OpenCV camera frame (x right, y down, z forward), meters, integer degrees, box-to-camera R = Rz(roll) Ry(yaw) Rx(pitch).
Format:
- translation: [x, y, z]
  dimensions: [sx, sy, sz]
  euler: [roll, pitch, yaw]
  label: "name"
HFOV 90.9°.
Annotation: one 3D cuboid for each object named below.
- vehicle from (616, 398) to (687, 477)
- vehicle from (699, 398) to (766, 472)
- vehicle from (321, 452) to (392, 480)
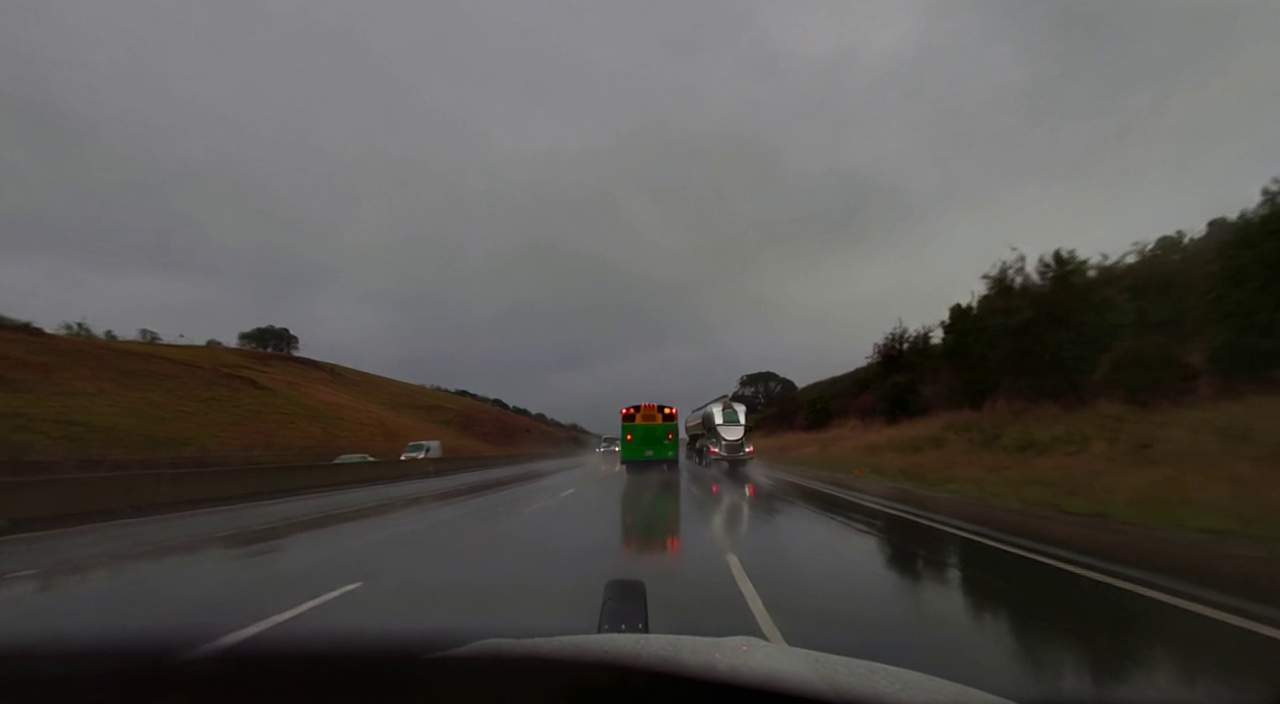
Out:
- translation: [0.710, 4.348, 31.635]
  dimensions: [2.948, 3.265, 10.569]
  euler: [0, -8, 3]
  label: "vehicle"
- translation: [5.012, 4.702, 35.489]
  dimensions: [2.716, 3.705, 7.018]
  euler: [0, -8, 1]
  label: "vehicle"
- translation: [-16.519, 6.656, 37.030]
  dimensions: [1.881, 1.485, 4.433]
  euler: [0, -8, 3]
  label: "vehicle"
